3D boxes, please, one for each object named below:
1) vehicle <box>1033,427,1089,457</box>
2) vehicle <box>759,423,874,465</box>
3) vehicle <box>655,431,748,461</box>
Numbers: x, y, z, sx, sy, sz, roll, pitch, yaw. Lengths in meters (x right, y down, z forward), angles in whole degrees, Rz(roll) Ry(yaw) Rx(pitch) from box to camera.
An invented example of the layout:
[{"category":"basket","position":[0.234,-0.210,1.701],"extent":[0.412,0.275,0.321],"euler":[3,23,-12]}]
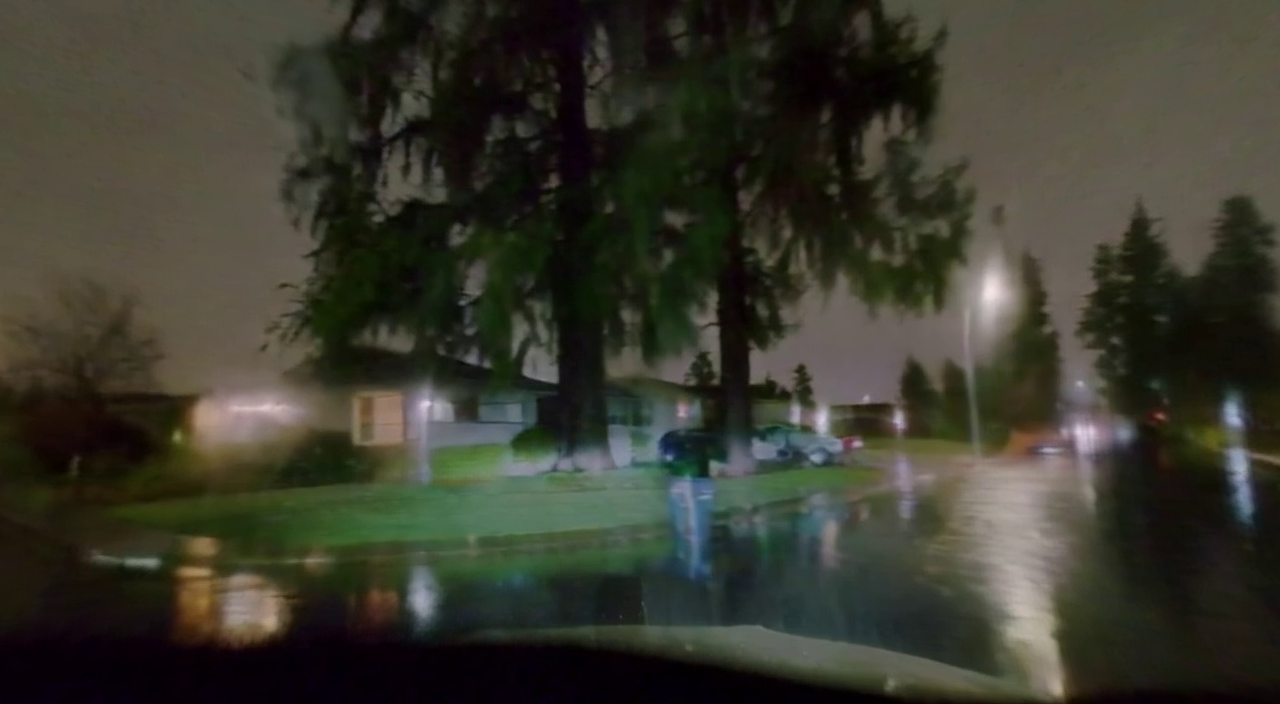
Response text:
[{"category":"vehicle","position":[26.566,5.668,39.817],"extent":[2.319,1.758,4.545],"euler":[-7,-11,39]},{"category":"vehicle","position":[7.934,4.183,28.640],"extent":[4.559,1.745,1.918],"euler":[-6,-10,36]},{"category":"vehicle","position":[3.147,4.896,32.866],"extent":[4.531,1.470,1.855],"euler":[-7,-11,39]}]
